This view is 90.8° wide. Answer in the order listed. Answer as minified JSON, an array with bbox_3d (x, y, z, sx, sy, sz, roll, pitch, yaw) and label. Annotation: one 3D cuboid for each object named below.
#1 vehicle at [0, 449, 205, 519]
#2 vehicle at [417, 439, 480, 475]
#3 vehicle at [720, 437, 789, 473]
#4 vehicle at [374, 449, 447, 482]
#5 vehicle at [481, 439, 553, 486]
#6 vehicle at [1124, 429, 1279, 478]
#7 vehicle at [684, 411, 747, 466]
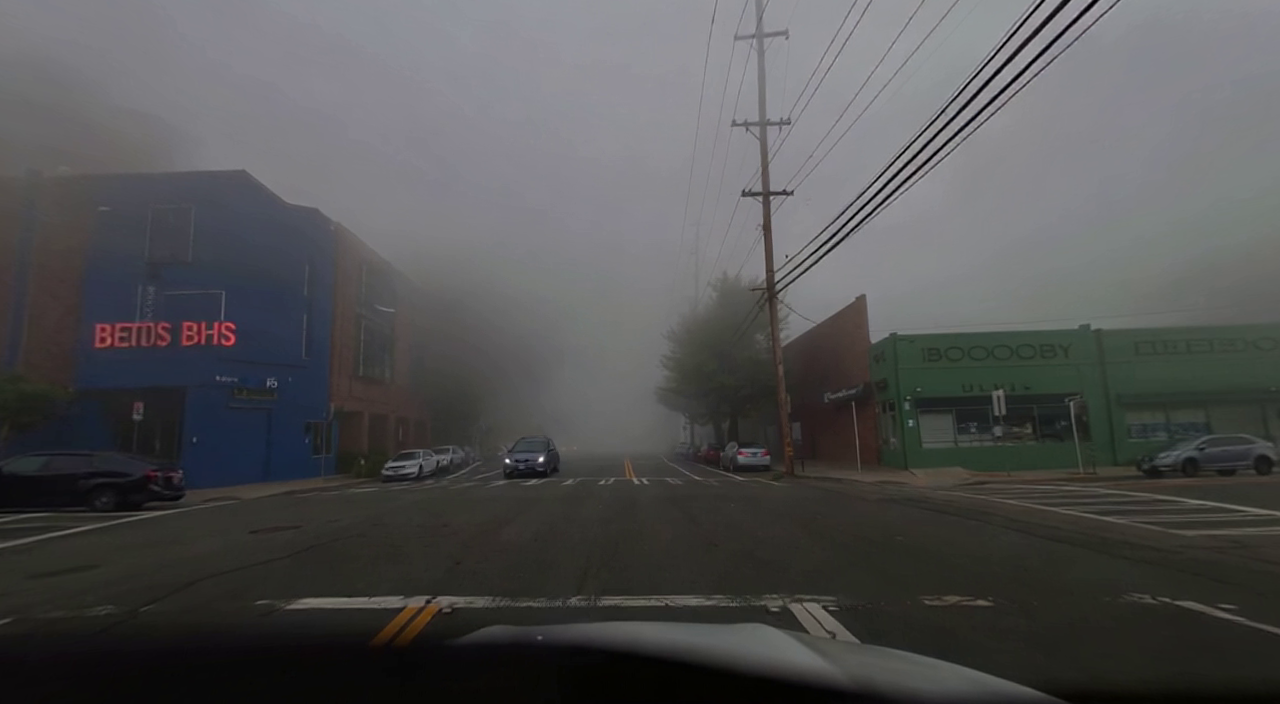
[{"bbox_3d":[-13.782,3.168,15.505,4.729,1.518,2.107,4,-9,-25],"label":"vehicle"},{"bbox_3d":[-10.845,5.989,36.178,2.072,1.818,4.951,-3,-9,0],"label":"vehicle"},{"bbox_3d":[5.595,5.107,31.540,1.963,1.646,4.204,2,-9,-11],"label":"vehicle"},{"bbox_3d":[-10.953,5.403,30.485,1.978,1.452,4.263,0,-8,0],"label":"vehicle"},{"bbox_3d":[-4.300,3.916,22.707,1.914,1.506,4.125,0,-8,-3],"label":"vehicle"},{"bbox_3d":[18.623,3.247,20.352,4.368,1.479,1.985,0,-8,1],"label":"vehicle"},{"bbox_3d":[4.599,5.553,40.290,2.815,3.203,7.558,0,-8,-2],"label":"vehicle"}]
